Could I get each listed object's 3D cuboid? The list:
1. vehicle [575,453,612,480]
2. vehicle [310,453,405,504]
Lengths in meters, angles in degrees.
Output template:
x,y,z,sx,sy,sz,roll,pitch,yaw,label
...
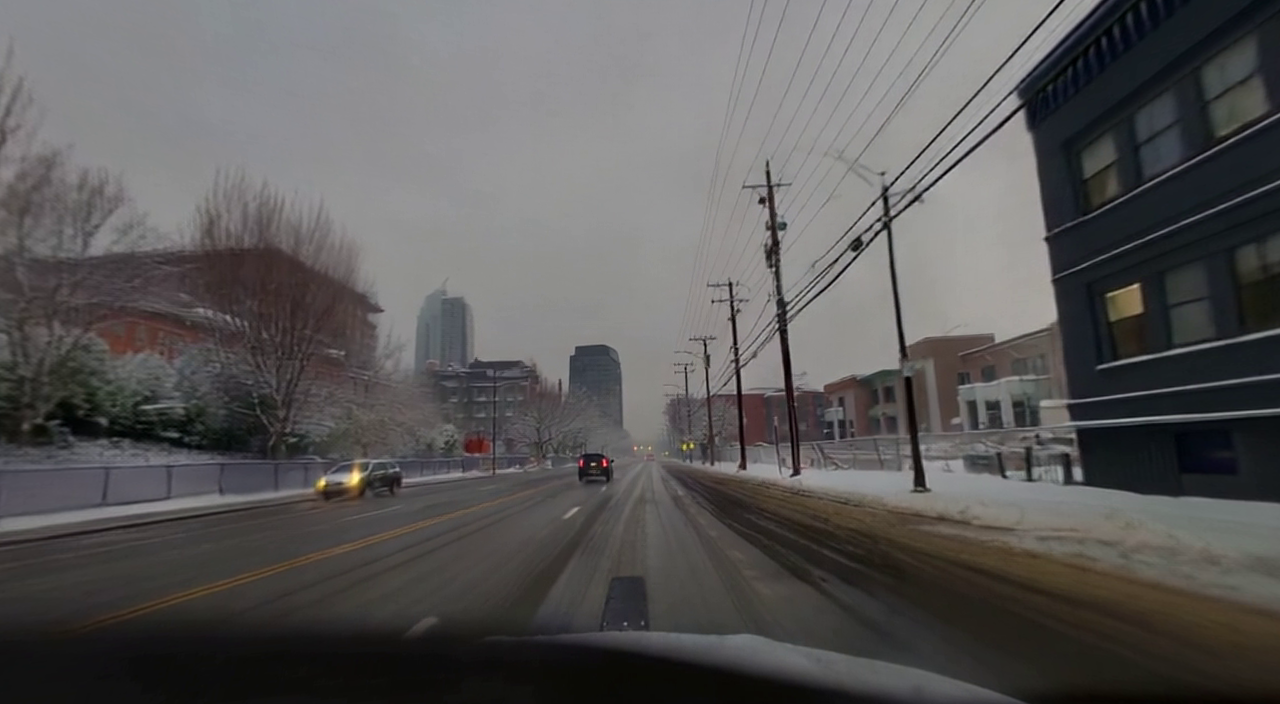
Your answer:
x,y,z,sx,sy,sz,roll,pitch,yaw,label
-2.973,7.448,41.097,2.036,1.589,4.549,0,-9,1,vehicle
-11.927,5.333,26.988,2.052,1.898,4.253,0,-9,1,vehicle
